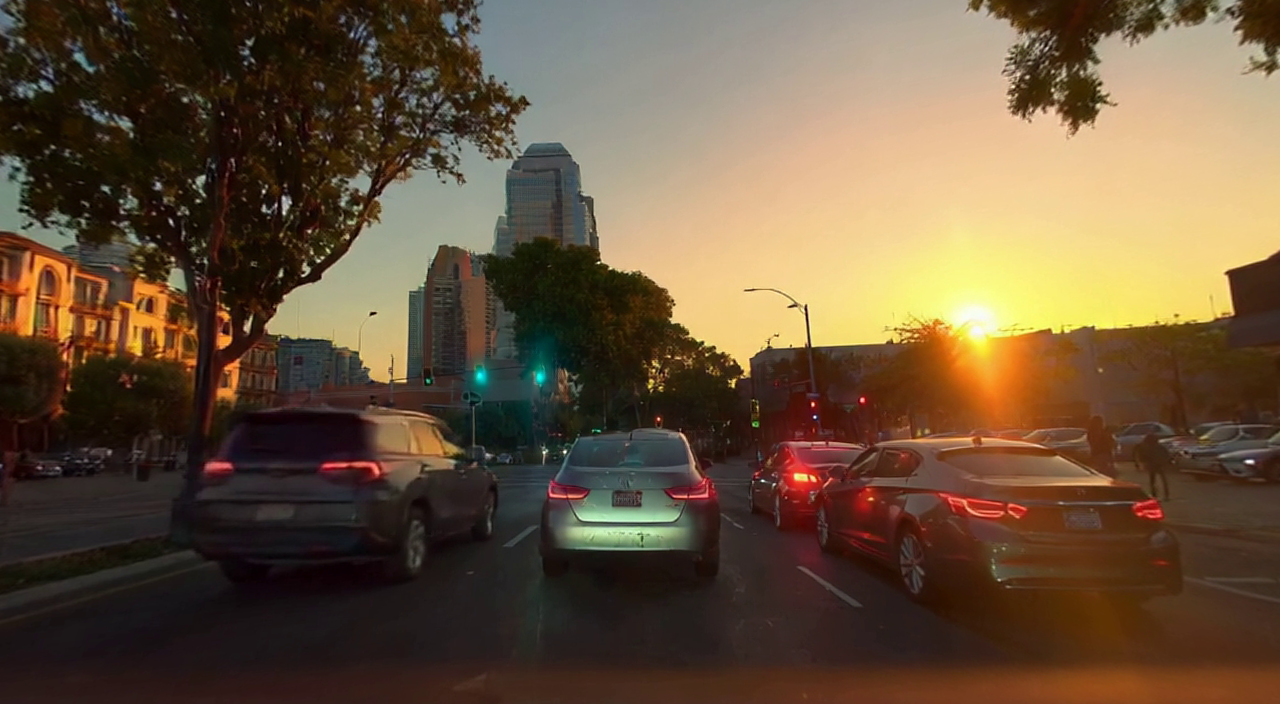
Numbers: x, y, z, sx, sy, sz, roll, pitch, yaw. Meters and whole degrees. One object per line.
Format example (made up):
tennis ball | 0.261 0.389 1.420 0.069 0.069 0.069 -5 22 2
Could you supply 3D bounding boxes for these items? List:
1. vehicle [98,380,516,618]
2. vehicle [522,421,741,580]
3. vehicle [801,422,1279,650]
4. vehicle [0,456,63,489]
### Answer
vehicle | -3.076 1.508 7.447 2.223 1.840 4.919 0 -9 0
vehicle | -0.113 1.747 8.211 2.118 1.512 4.013 0 -9 -1
vehicle | 3.225 1.538 6.444 1.912 1.454 4.537 0 -9 -1
vehicle | -31.717 6.005 31.570 1.913 1.531 4.000 -9 -12 44
